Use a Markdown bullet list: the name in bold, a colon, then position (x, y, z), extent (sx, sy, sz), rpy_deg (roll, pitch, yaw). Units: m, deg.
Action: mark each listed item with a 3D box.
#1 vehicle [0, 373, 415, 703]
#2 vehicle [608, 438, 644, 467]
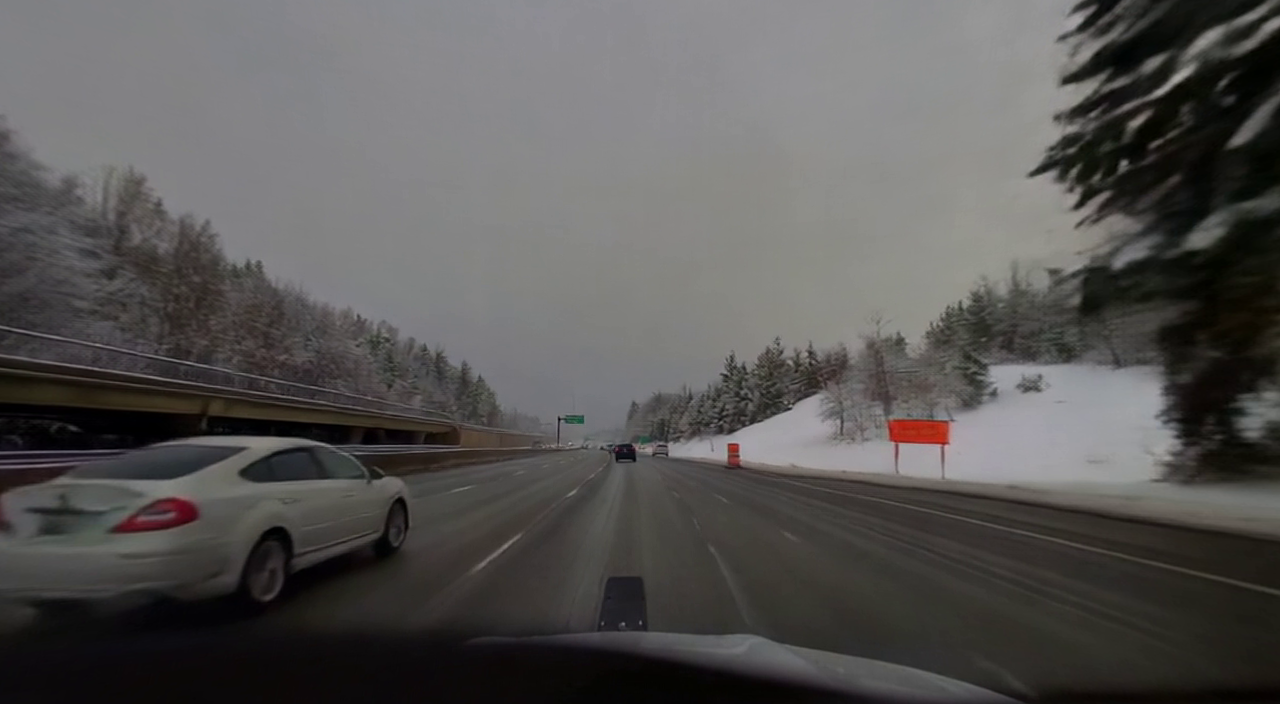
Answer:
- **vehicle**: position (-3.821, 1.257, 5.255), extent (2.114, 1.650, 4.730), rpy_deg (0, -8, 0)
- **vehicle**: position (-1.001, 6.802, 42.959), extent (2.328, 1.805, 4.502), rpy_deg (0, -8, -3)
